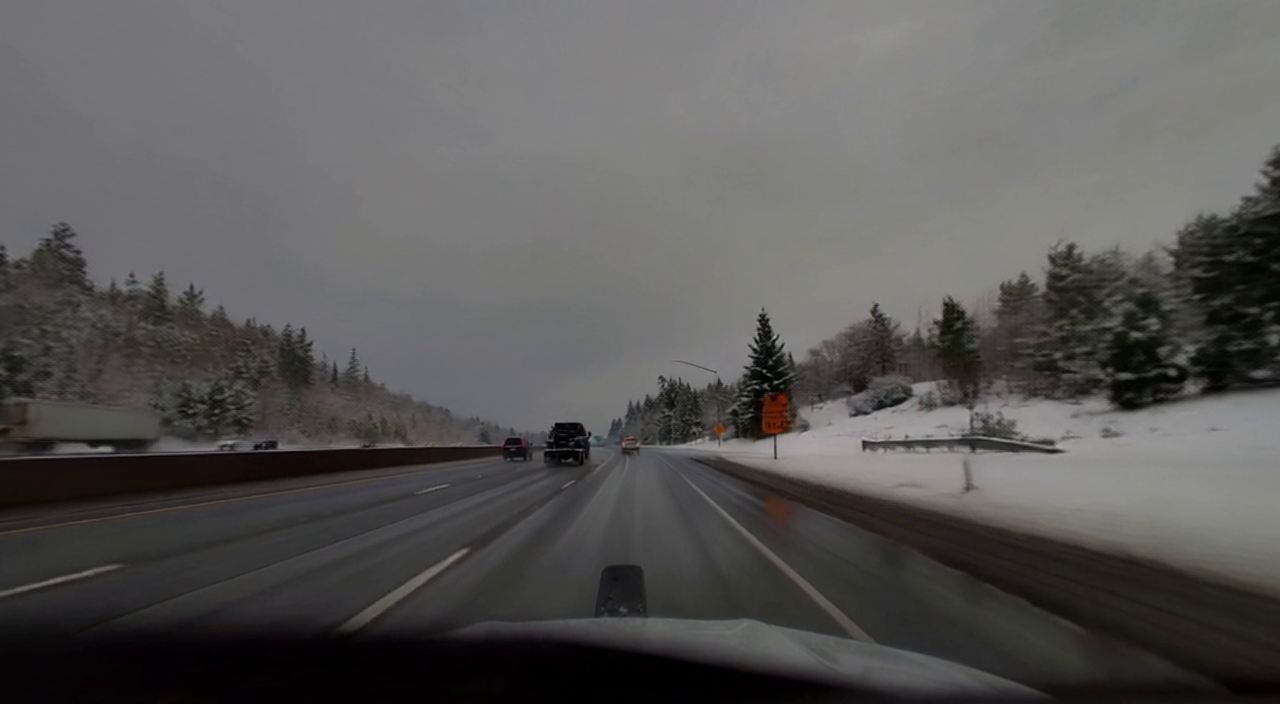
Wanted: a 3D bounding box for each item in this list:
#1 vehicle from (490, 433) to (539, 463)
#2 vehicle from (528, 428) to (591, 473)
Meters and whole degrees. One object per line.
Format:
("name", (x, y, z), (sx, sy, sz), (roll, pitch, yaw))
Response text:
("vehicle", (-7.761, 6.009, 39.296), (2.078, 1.729, 4.722), (0, -8, 0))
("vehicle", (-3.386, 4.248, 27.211), (2.194, 1.766, 3.720), (0, -8, 0))
